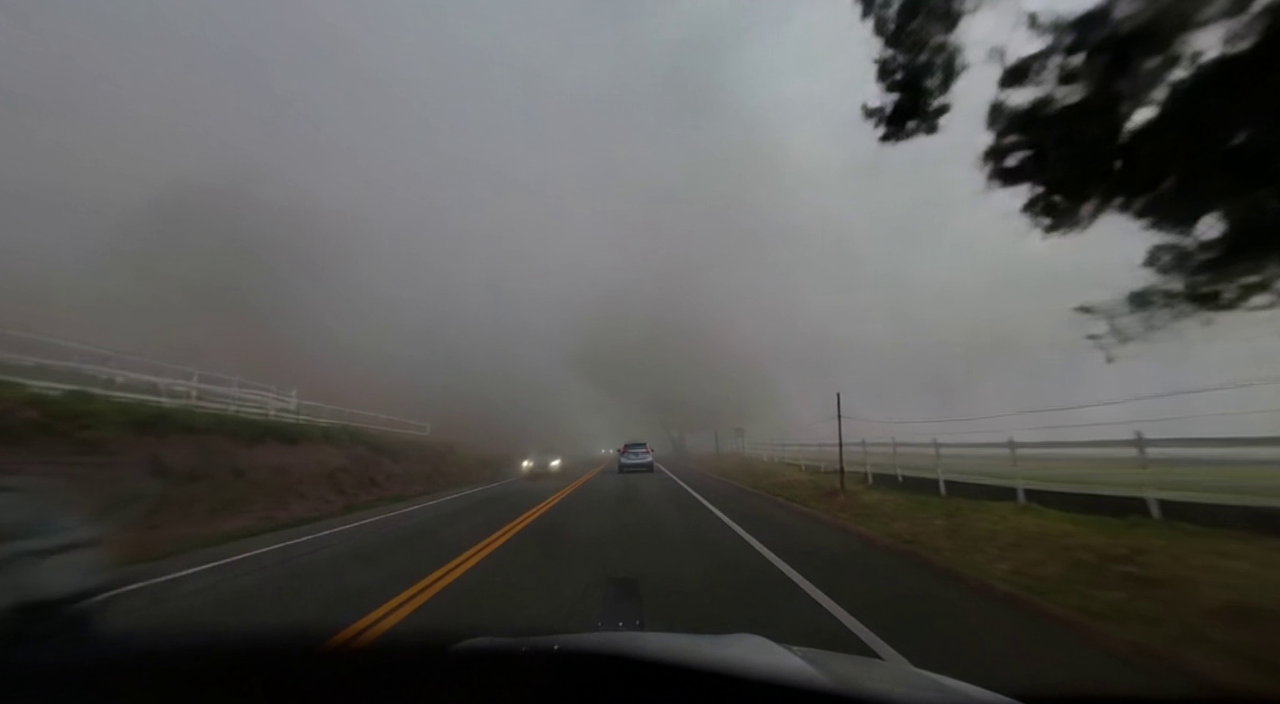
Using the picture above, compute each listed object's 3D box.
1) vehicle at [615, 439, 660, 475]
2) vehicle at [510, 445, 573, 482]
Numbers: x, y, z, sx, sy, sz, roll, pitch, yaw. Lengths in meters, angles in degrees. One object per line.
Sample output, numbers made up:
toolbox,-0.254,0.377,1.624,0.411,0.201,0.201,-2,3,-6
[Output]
vehicle,-0.134,5.231,31.782,2.158,1.669,4.006,0,-8,0
vehicle,-4.474,5.121,29.407,2.107,1.534,4.752,0,-8,0
